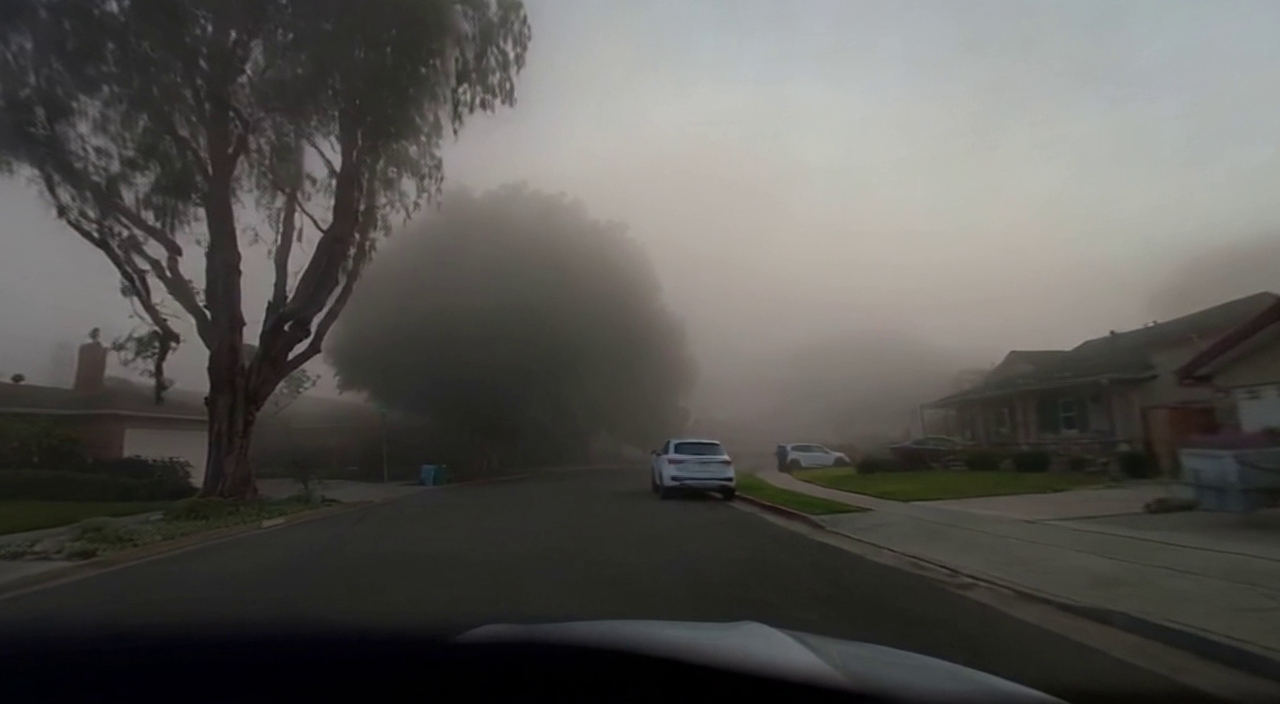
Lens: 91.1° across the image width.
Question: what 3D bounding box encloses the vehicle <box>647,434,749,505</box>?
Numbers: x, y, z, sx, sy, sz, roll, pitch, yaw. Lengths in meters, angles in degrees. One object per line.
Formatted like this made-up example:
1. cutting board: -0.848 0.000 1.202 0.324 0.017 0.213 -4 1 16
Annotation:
1. vehicle: 1.485 3.286 18.060 2.163 1.760 4.591 1 -8 -4

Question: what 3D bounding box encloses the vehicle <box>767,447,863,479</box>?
1. vehicle: 8.710 5.563 31.594 4.457 1.510 1.762 -2 -9 11
